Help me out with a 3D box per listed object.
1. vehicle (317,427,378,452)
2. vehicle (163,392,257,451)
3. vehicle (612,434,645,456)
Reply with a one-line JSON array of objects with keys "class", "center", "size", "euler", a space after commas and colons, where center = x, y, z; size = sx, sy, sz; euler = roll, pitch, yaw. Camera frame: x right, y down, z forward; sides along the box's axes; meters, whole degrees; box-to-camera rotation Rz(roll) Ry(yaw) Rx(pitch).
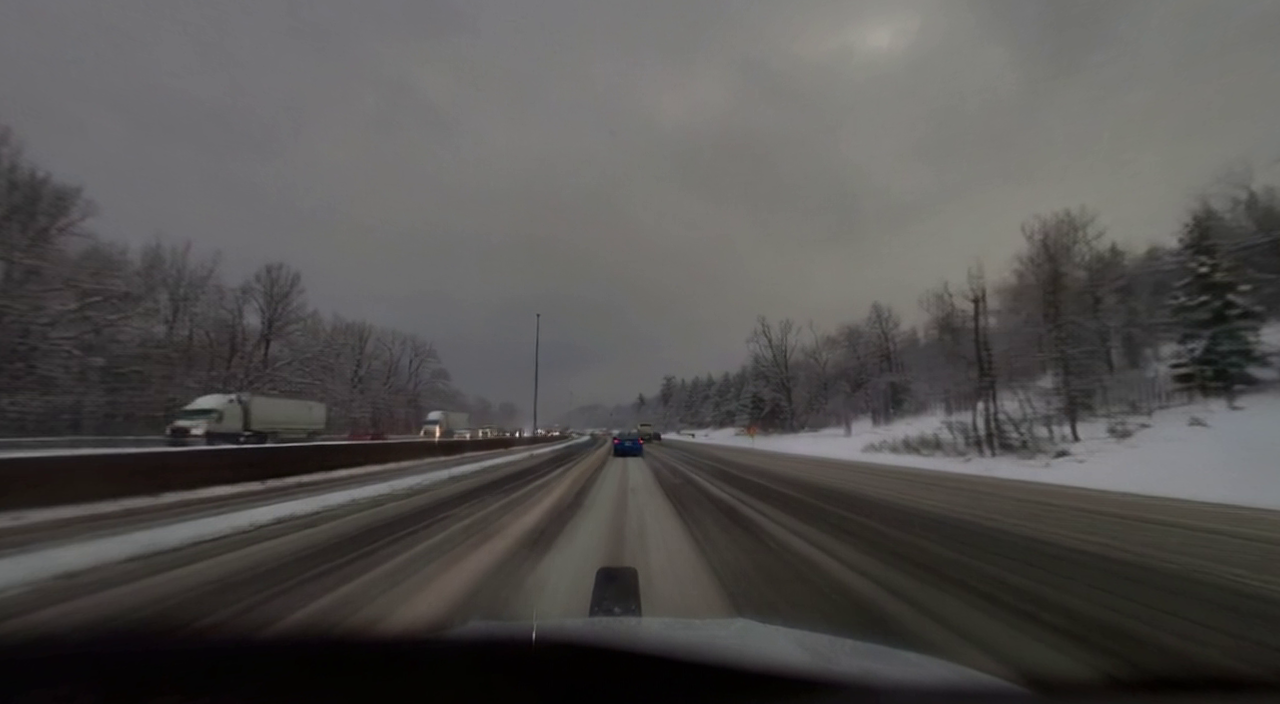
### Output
[{"class": "vehicle", "center": [-18.653, 5.615, 40.352], "size": [1.925, 1.462, 4.293], "euler": [0, -8, -1]}, {"class": "vehicle", "center": [-30.223, 4.988, 44.491], "size": [2.779, 3.898, 5.514], "euler": [1, -7, -3]}, {"class": "vehicle", "center": [-0.802, 6.313, 42.964], "size": [2.121, 1.445, 4.187], "euler": [0, -8, -2]}]
